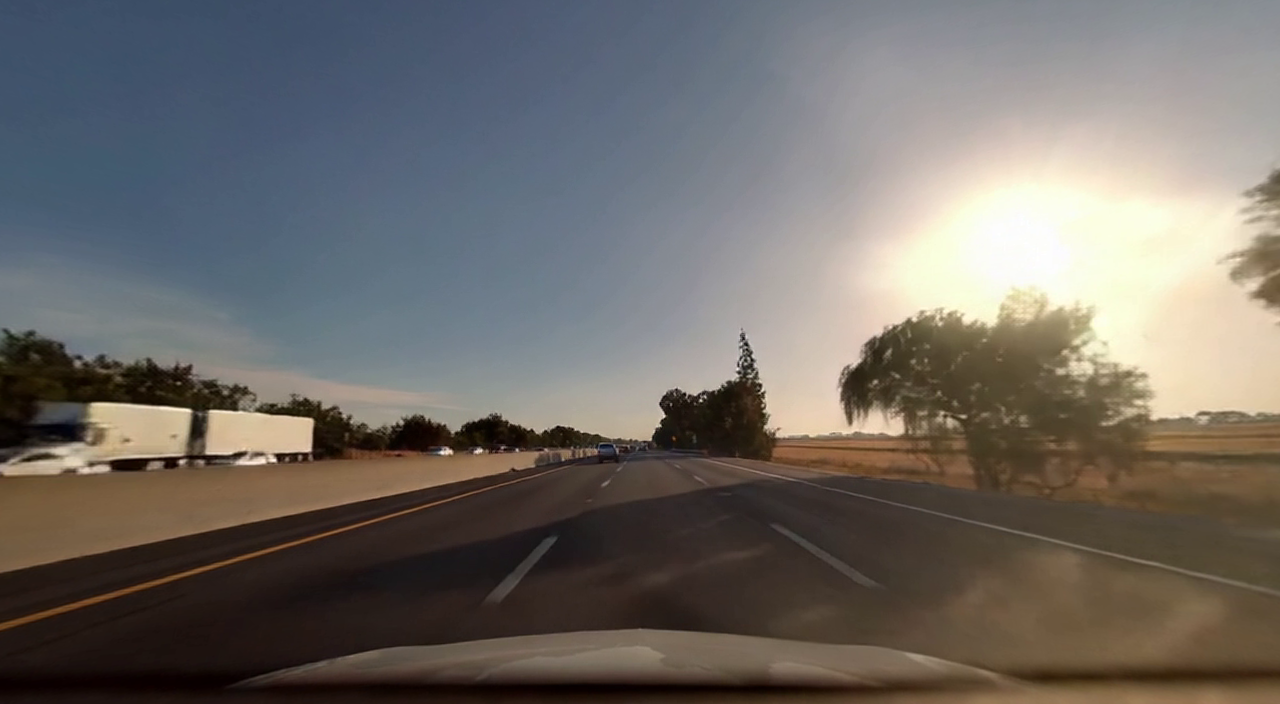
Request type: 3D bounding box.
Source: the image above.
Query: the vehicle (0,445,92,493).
[{"bbox_3d":[-24.506,4.508,24.531,1.969,1.731,4.753,0,-9,1],"label":"vehicle"}]

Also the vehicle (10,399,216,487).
[{"bbox_3d":[-28.567,5.081,35.105,3.036,4.207,9.501,0,-9,1],"label":"vehicle"}]
